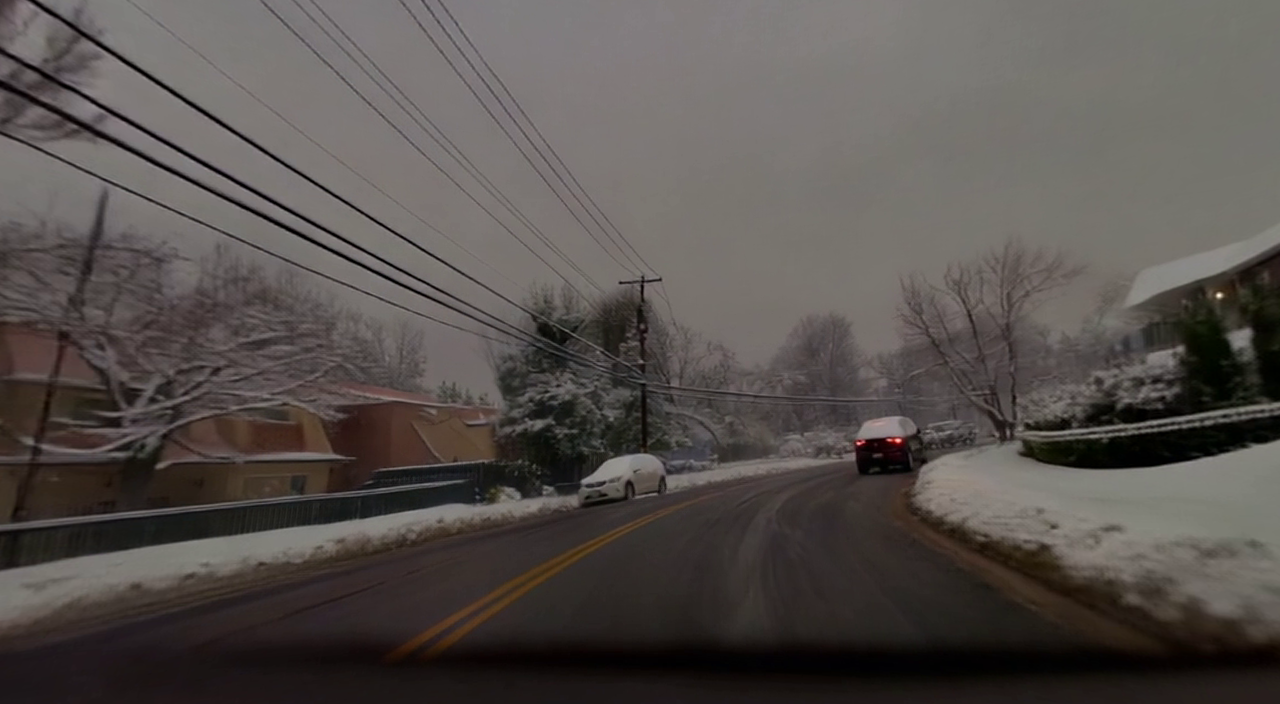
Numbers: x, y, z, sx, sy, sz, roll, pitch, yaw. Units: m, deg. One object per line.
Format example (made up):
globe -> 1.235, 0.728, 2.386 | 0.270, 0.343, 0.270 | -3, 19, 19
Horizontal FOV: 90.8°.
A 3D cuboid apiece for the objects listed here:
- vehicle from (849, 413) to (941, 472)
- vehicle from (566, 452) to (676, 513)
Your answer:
vehicle -> 9.638, 3.393, 23.607 | 2.086, 1.974, 4.890 | -6, -10, 34
vehicle -> -0.583, 4.770, 23.667 | 2.039, 1.949, 4.511 | -5, -10, 29
